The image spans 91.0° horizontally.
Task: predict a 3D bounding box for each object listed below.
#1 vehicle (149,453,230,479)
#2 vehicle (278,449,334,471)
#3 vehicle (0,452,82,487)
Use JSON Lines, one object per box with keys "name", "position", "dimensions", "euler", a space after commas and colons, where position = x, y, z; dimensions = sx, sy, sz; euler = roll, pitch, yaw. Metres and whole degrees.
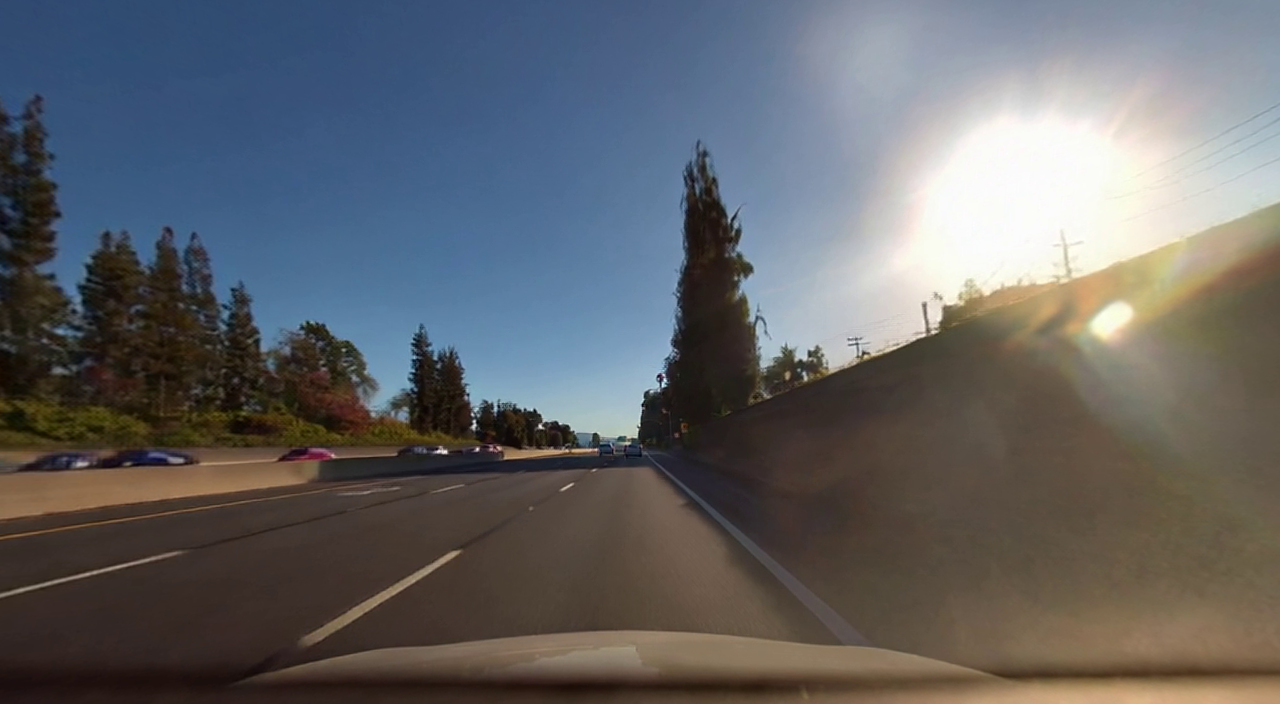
{"name": "vehicle", "position": [-30.002, 7.581, 42.130], "dimensions": [1.952, 1.600, 4.623], "euler": [0, -9, 0]}
{"name": "vehicle", "position": [-26.160, 8.460, 49.507], "dimensions": [1.899, 1.662, 4.476], "euler": [0, -9, 1]}
{"name": "vehicle", "position": [-33.930, 6.417, 34.770], "dimensions": [1.972, 1.772, 4.648], "euler": [0, -9, 0]}
